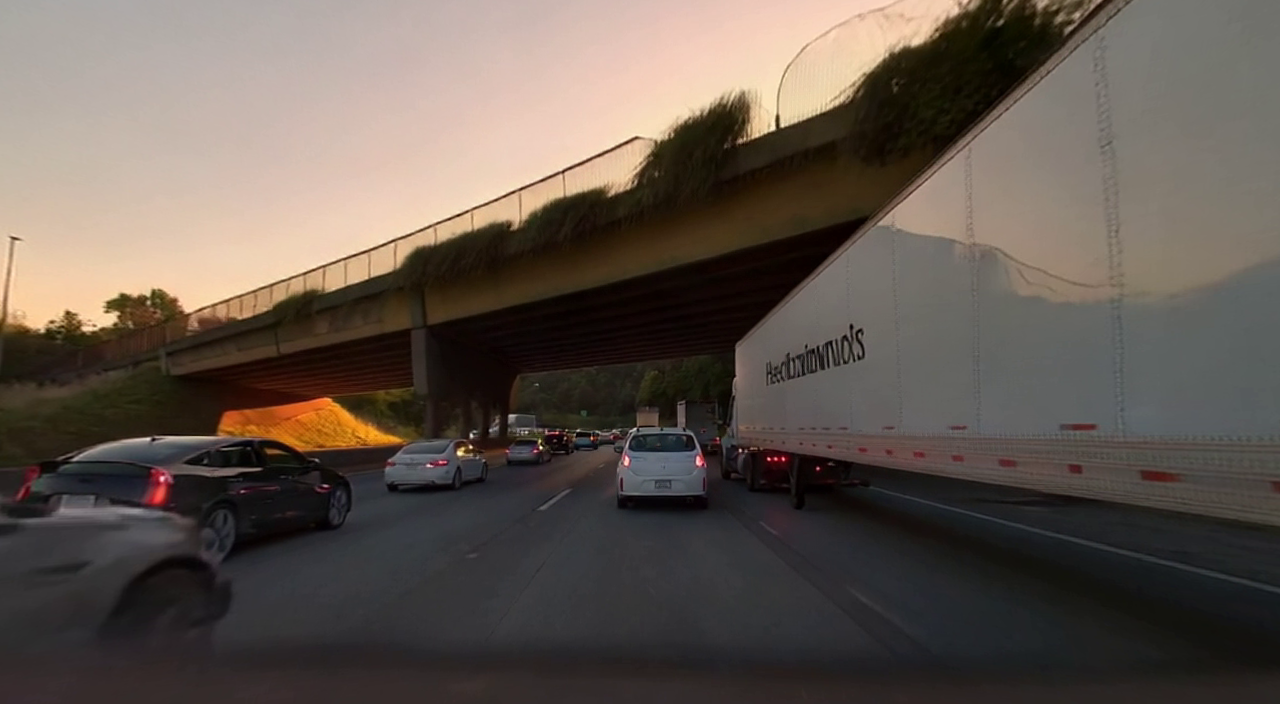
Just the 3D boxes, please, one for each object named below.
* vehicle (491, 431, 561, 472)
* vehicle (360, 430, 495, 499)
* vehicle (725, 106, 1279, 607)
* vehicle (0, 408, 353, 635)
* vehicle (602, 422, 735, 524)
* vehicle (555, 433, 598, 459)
[{"bbox_3d":[-4.486,3.979,25.449,1.887,1.493,4.411,0,-8,1],"label":"vehicle"},{"bbox_3d":[-5.006,2.685,15.521,1.880,1.458,3.978,0,-8,1],"label":"vehicle"},{"bbox_3d":[4.082,0.891,12.085,2.817,3.989,14.321,0,-8,0],"label":"vehicle"},{"bbox_3d":[-4.575,1.388,6.133,1.821,1.514,3.677,0,-8,0],"label":"vehicle"},{"bbox_3d":[0.394,2.045,11.191,1.973,1.505,3.568,0,-8,-1],"label":"vehicle"},{"bbox_3d":[-3.752,5.693,38.255,2.005,1.475,4.466,0,-8,2],"label":"vehicle"}]
